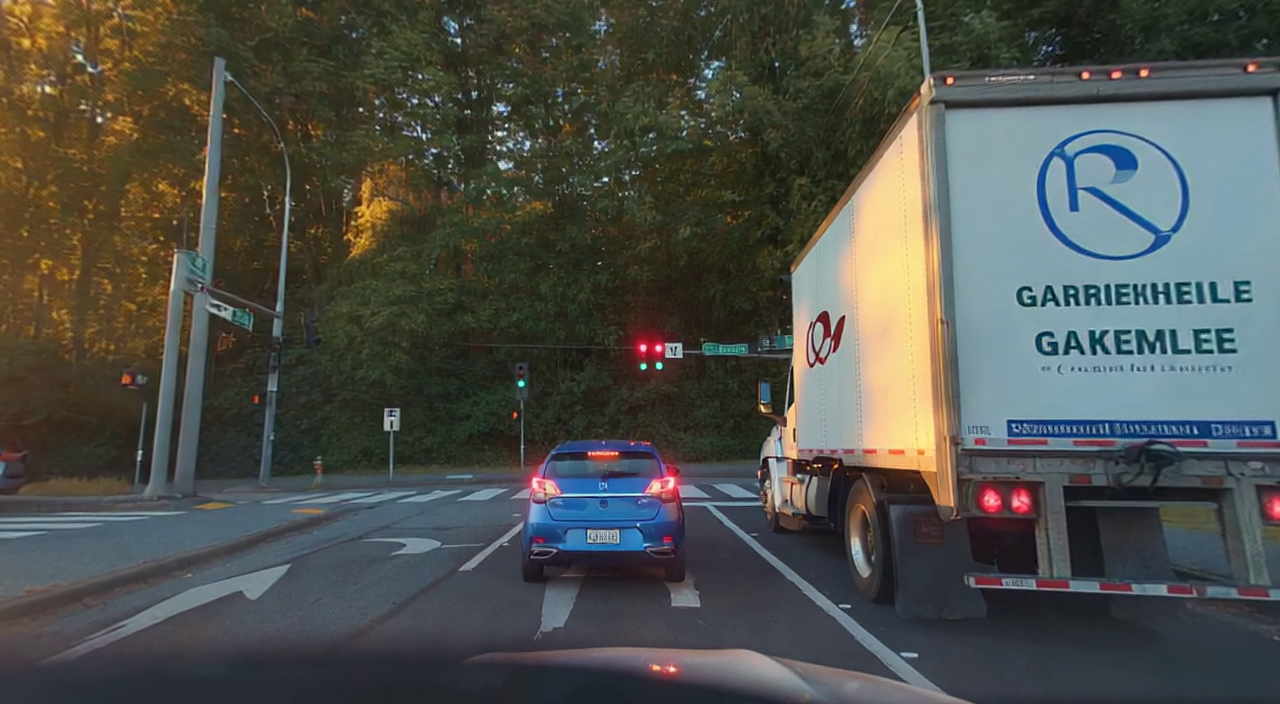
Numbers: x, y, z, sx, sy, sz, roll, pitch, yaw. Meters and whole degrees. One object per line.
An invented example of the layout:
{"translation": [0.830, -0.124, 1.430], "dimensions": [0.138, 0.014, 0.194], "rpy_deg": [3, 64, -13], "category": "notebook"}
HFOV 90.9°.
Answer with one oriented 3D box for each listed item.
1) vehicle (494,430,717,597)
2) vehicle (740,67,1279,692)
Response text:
{"translation": [-0.348, 1.710, 7.434], "dimensions": [1.975, 1.457, 3.526], "rpy_deg": [0, -9, -1], "category": "vehicle"}
{"translation": [3.503, 0.774, 8.601], "dimensions": [2.884, 3.753, 9.763], "rpy_deg": [0, -9, 2], "category": "vehicle"}
